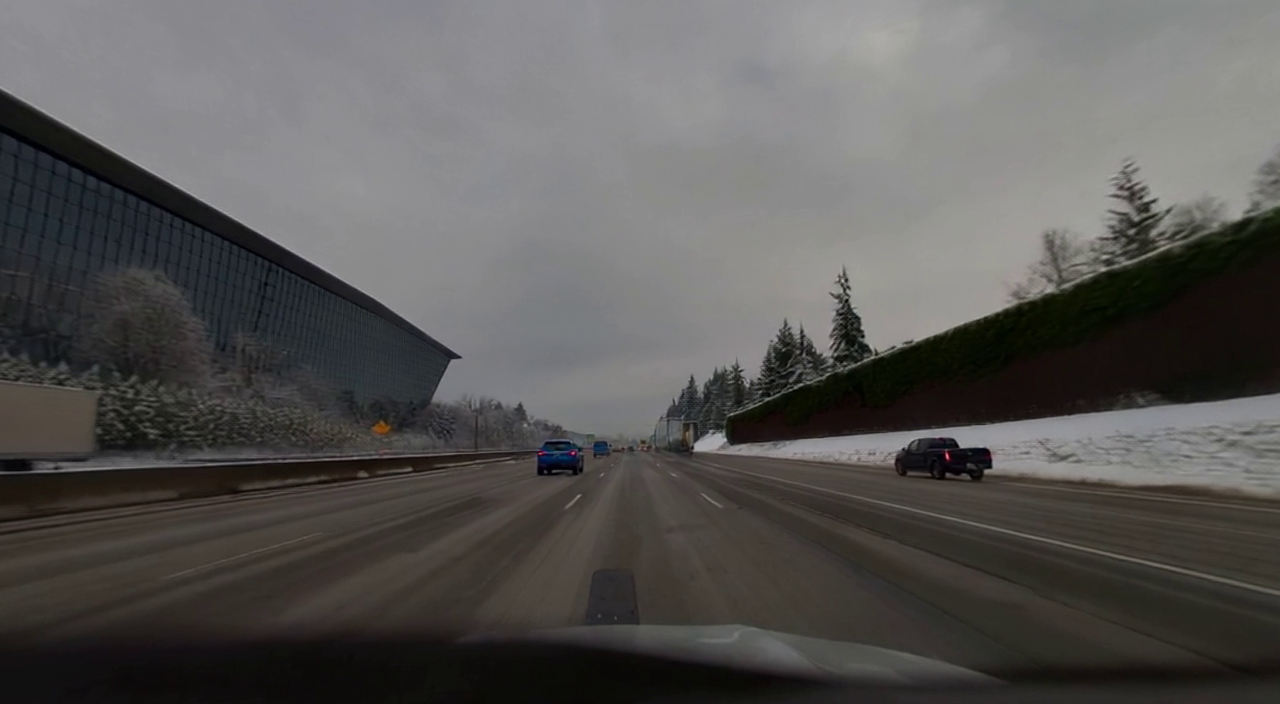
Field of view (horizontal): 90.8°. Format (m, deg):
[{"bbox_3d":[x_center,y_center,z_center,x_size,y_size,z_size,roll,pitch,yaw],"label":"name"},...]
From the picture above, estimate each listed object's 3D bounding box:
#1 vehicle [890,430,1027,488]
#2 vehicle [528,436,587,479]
[{"bbox_3d":[11.045,3.755,22.440,2.089,1.787,5.080,0,-9,-1],"label":"vehicle"},{"bbox_3d":[-3.563,4.644,27.998,2.039,1.710,4.237,0,-9,0],"label":"vehicle"}]
